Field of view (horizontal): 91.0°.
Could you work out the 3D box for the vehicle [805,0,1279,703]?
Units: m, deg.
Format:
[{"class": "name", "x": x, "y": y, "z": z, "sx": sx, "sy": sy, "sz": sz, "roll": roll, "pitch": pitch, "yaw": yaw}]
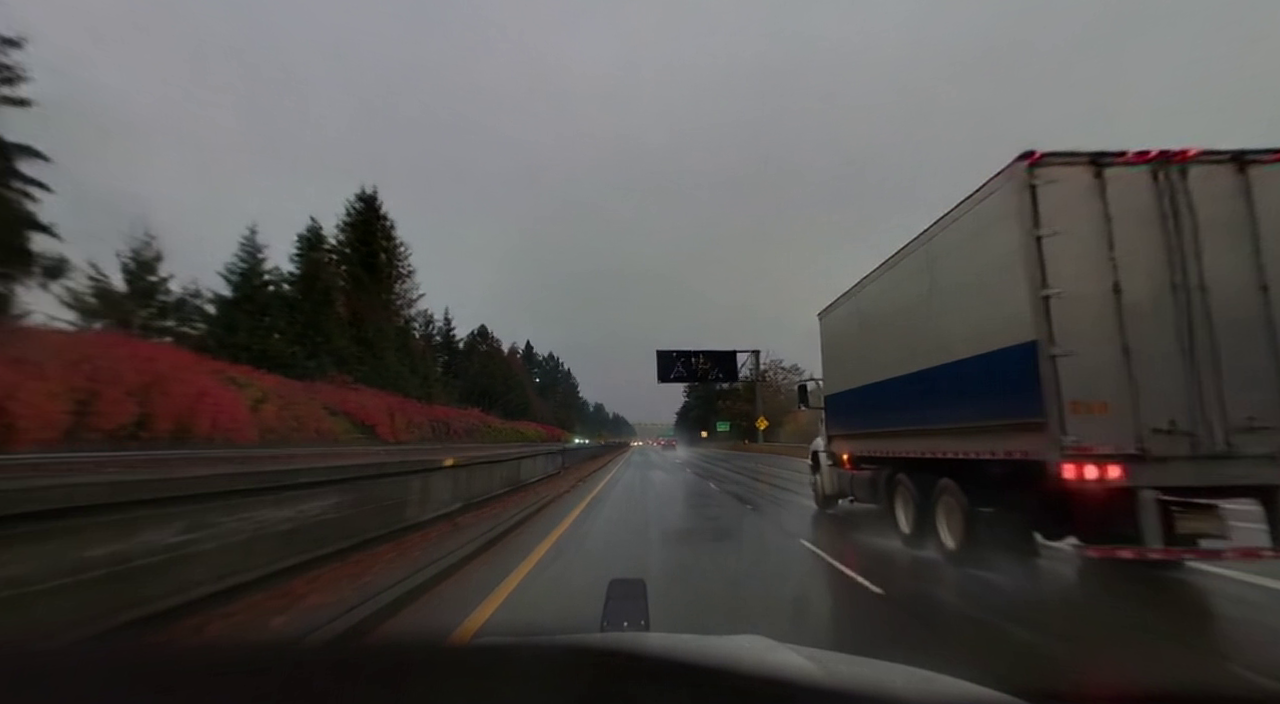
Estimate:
[{"class": "vehicle", "x": 3.936, "y": -0.606, "z": 1.241, "sx": 3.691, "sy": 4.331, "sz": 13.909, "roll": 0, "pitch": -8, "yaw": 1}]
